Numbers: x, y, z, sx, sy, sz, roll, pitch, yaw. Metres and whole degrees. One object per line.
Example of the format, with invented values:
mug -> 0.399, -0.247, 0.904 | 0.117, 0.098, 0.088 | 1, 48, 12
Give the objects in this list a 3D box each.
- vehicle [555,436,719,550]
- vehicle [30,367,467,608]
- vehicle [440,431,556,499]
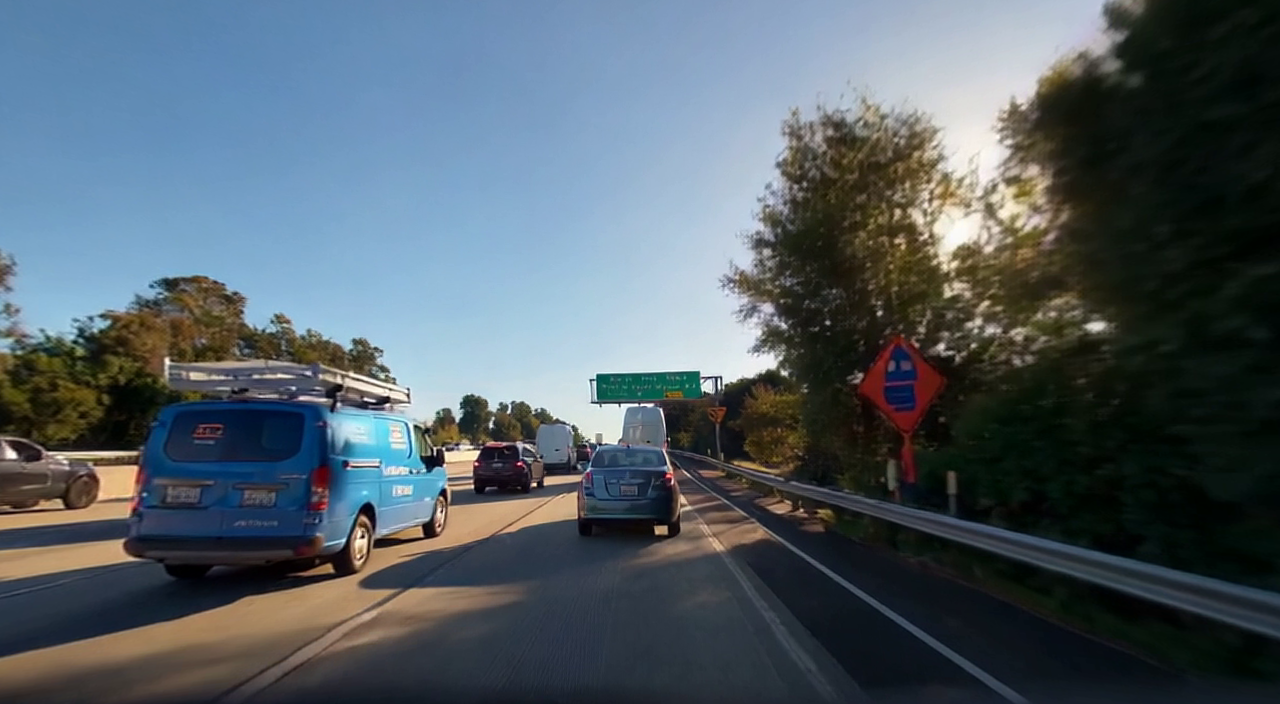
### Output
vehicle -> -0.058, 2.081, 10.002 | 2.054, 1.421, 4.090 | 0, -8, -1
vehicle -> -3.844, 1.436, 7.483 | 2.142, 1.952, 4.556 | 0, -8, 1
vehicle -> -3.837, 3.141, 17.892 | 2.114, 1.657, 4.432 | 0, -8, 2
